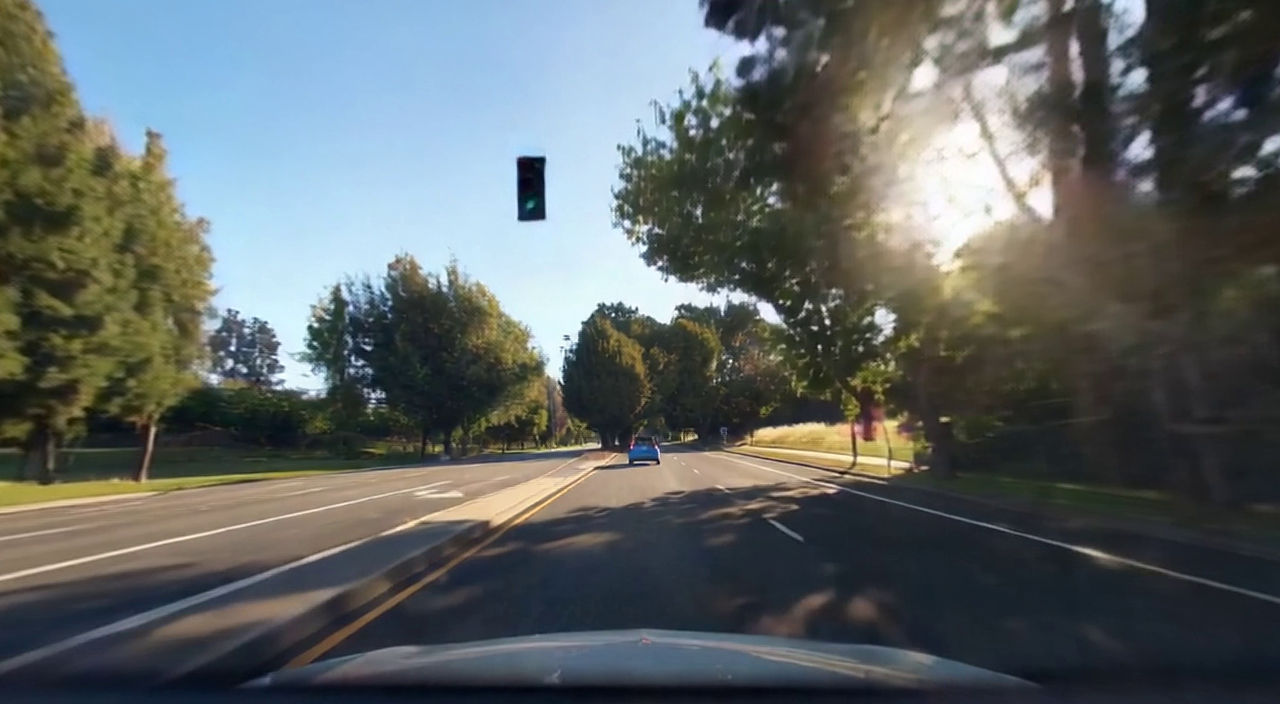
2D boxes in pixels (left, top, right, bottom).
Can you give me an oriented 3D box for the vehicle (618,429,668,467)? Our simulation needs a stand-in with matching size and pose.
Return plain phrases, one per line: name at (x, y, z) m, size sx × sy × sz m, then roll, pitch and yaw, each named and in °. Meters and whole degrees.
vehicle at (0.150, 4.665, 30.639) m, size 2.256 × 1.734 × 4.176 m, roll 0°, pitch -8°, yaw 1°
